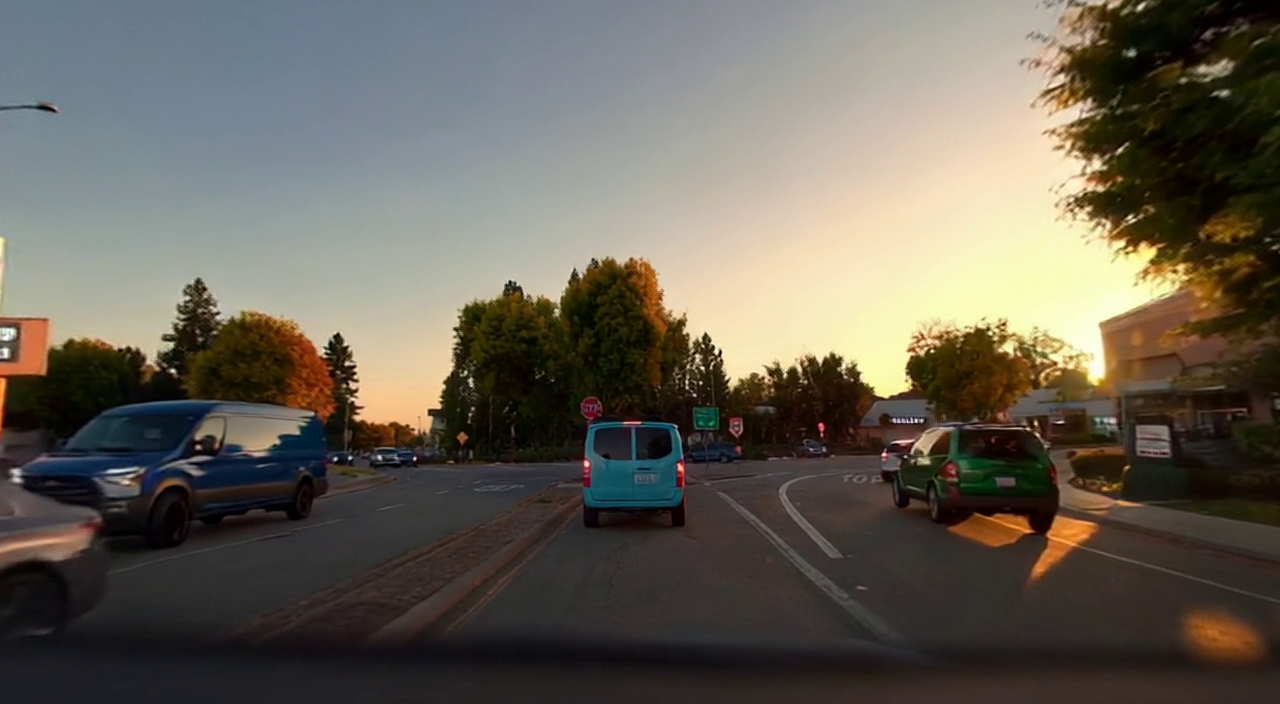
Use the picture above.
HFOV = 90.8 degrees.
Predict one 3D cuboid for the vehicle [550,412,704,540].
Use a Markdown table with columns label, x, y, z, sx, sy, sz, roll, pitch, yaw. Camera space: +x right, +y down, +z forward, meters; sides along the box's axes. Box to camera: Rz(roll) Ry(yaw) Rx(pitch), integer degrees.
| label | x | y | z | sx | sy | sz | roll | pitch | yaw |
| --- | --- | --- | --- | --- | --- | --- | --- | --- | --- |
| vehicle | -0.017 | 2.150 | 11.508 | 2.237 | 1.828 | 4.546 | -1 | -9 | 4 |

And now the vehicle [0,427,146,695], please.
| label | x | y | z | sx | sy | sz | roll | pitch | yaw |
| --- | --- | --- | --- | --- | --- | --- | --- | --- | --- |
| vehicle | -4.519 | 0.950 | 2.168 | 1.869 | 1.465 | 4.503 | 0 | -9 | 2 |

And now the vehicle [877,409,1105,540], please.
| label | x | y | z | sx | sy | sz | roll | pitch | yaw |
| --- | --- | --- | --- | --- | --- | --- | --- | --- | --- |
| vehicle | 6.307 | 2.258 | 12.236 | 2.204 | 1.973 | 4.946 | -1 | -9 | 9 |

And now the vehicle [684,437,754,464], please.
| label | x | y | z | sx | sy | sz | roll | pitch | yaw |
| --- | --- | --- | --- | --- | --- | --- | --- | --- | --- |
| vehicle | 5.456 | 6.738 | 43.277 | 4.651 | 1.710 | 1.985 | 7 | -11 | -37 |

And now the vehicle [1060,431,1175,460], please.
| label | x | y | z | sx | sy | sz | roll | pitch | yaw |
| --- | --- | --- | --- | --- | --- | --- | --- | --- | --- |
| vehicle | 26.542 | 5.198 | 35.160 | 5.155 | 1.515 | 2.131 | 2 | -9 | -12 |

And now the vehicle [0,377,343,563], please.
| label | x | y | z | sx | sy | sz | roll | pitch | yaw |
| --- | --- | --- | --- | --- | --- | --- | --- | --- | --- |
| vehicle | -7.650 | 1.924 | 10.867 | 2.426 | 2.410 | 5.046 | 0 | -9 | 2 |
